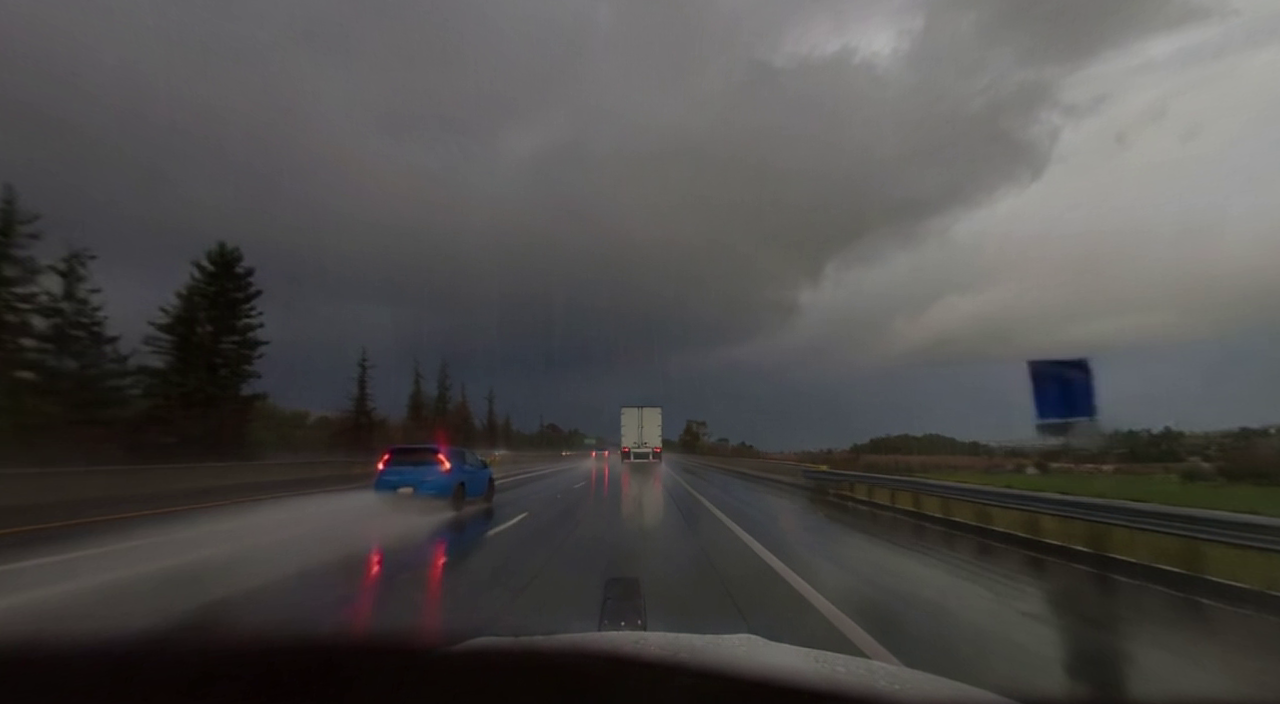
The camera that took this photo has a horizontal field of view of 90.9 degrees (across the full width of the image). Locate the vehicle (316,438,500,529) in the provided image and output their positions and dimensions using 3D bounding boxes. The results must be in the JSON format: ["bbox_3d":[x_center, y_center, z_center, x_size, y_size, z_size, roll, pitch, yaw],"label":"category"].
[{"bbox_3d":[-4.477,2.592,13.111,2.051,1.538,4.569,0,-9,0],"label":"vehicle"}]

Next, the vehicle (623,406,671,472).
[{"bbox_3d":[0.487,6.017,43.269,2.899,3.966,10.053,0,-9,1],"label":"vehicle"}]
